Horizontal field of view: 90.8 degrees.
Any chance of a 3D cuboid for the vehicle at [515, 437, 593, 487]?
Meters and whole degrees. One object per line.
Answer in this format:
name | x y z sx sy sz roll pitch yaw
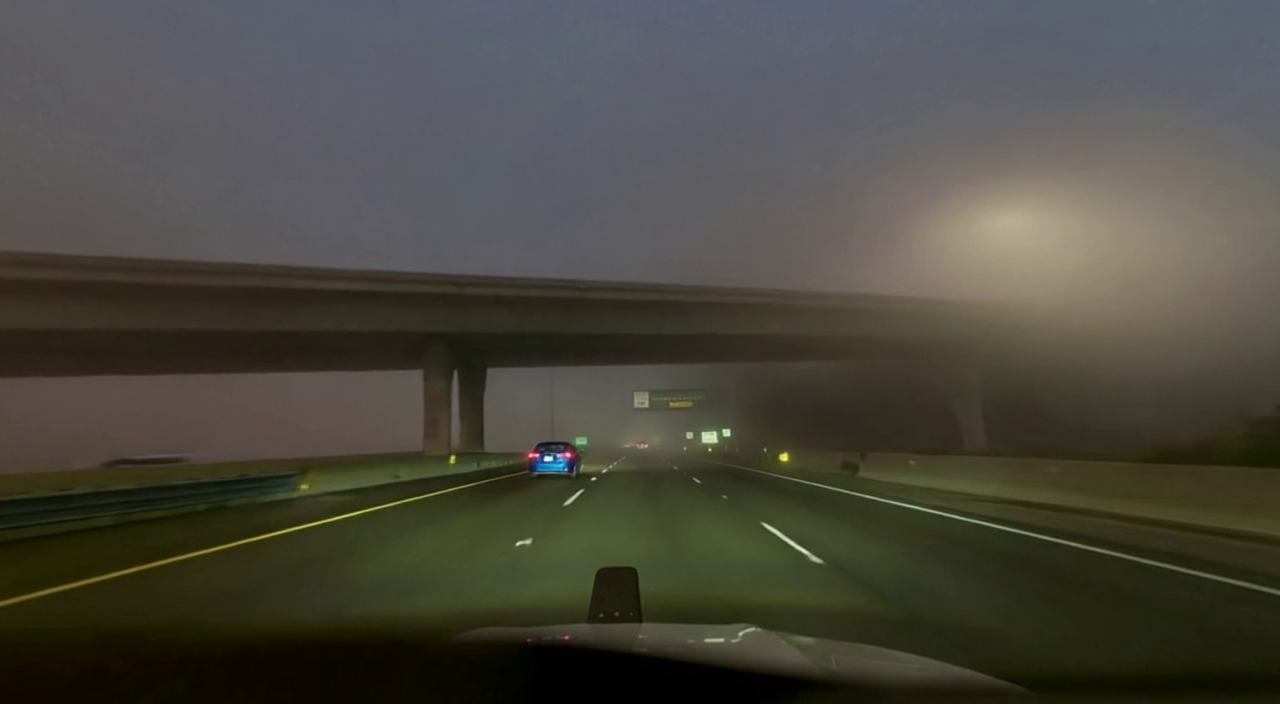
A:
vehicle | -2.901 3.829 22.356 2.029 1.557 4.570 0 -8 1
